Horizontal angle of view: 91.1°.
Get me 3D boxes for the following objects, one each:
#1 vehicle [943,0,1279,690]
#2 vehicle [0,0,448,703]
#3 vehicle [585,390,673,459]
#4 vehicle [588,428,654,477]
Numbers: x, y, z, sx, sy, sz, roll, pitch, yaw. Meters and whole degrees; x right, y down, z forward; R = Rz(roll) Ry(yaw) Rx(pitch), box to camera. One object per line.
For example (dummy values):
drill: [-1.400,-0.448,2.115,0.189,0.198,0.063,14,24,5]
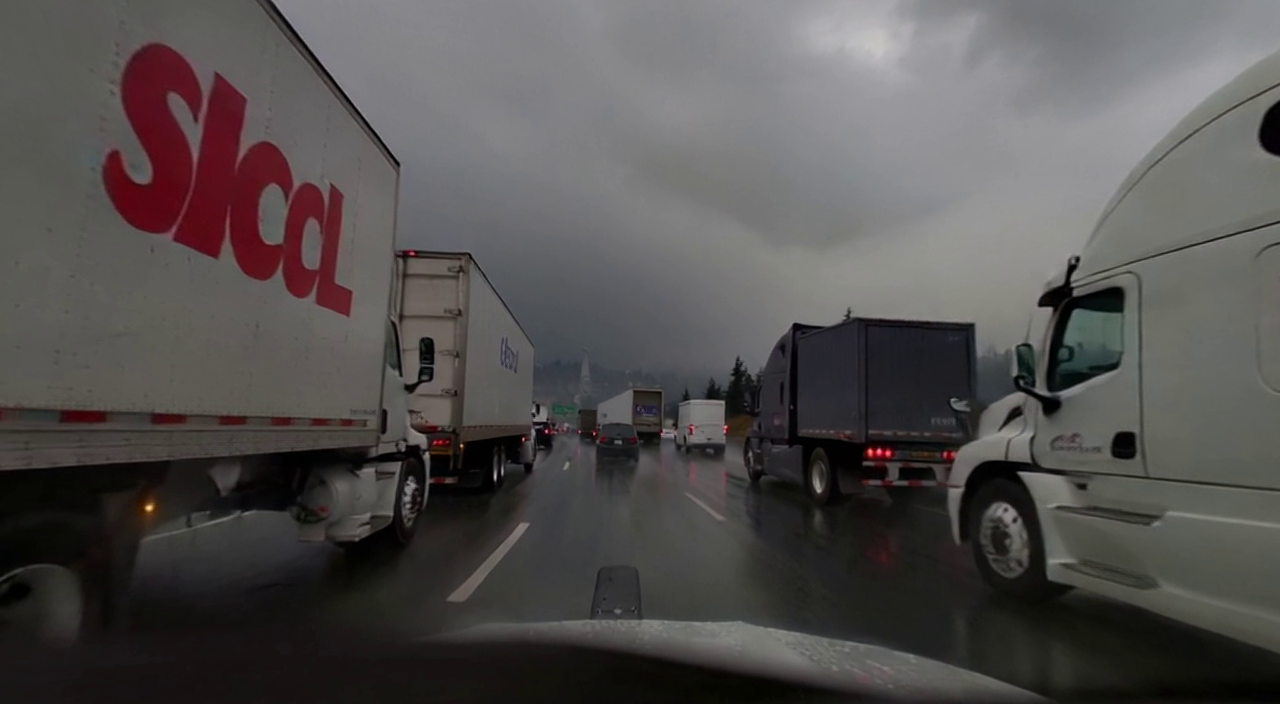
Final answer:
vehicle: [5.261,-0.166,3.379,2.992,3.986,5.841,3,-8,-21]
vehicle: [-3.777,-0.010,3.597,2.822,3.788,8.799,0,-8,-2]
vehicle: [-1.258,5.321,45.137,2.899,4.112,13.912,2,-8,-15]
vehicle: [-0.789,3.527,22.370,2.060,1.540,4.374,1,-8,-5]
